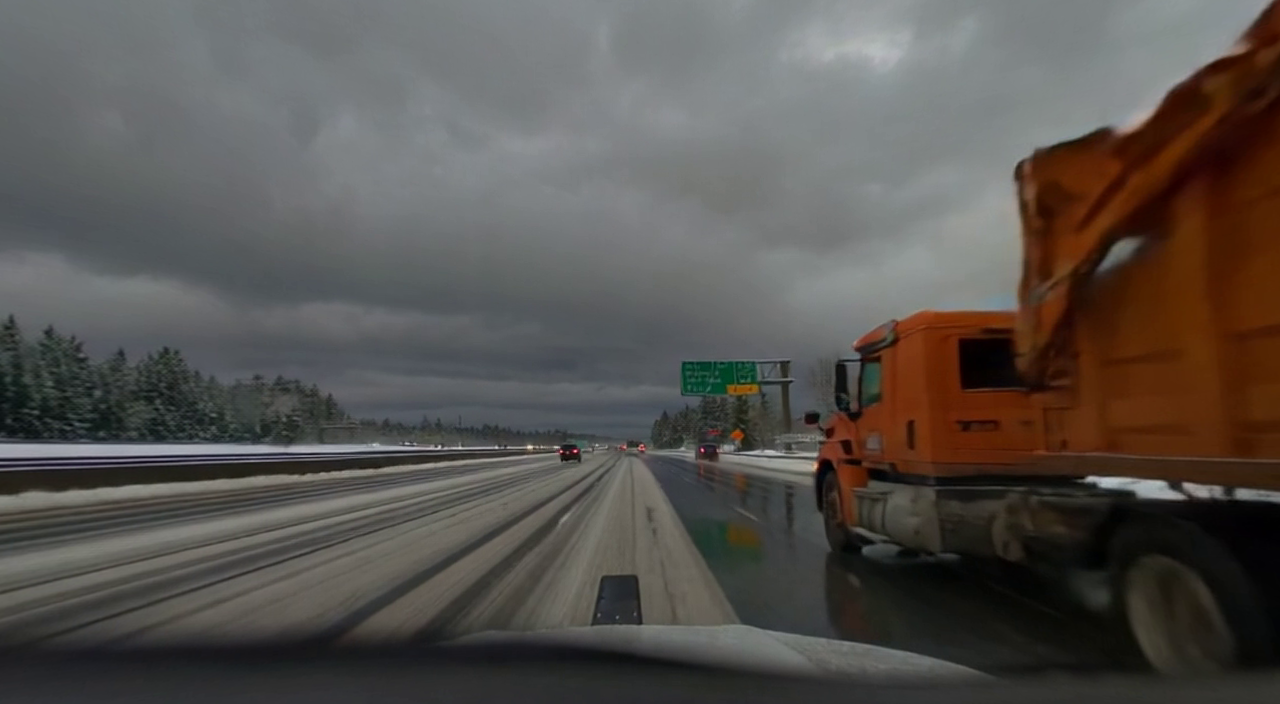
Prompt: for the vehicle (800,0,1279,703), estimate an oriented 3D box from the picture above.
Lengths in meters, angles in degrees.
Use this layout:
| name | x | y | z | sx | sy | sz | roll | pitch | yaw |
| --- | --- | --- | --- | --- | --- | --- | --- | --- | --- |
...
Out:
| name | x | y | z | sx | sy | sz | roll | pitch | yaw |
| --- | --- | --- | --- | --- | --- | --- | --- | --- | --- |
| vehicle | 3.860 | 0.193 | 3.815 | 2.966 | 3.586 | 10.563 | 0 | -8 | 0 |
